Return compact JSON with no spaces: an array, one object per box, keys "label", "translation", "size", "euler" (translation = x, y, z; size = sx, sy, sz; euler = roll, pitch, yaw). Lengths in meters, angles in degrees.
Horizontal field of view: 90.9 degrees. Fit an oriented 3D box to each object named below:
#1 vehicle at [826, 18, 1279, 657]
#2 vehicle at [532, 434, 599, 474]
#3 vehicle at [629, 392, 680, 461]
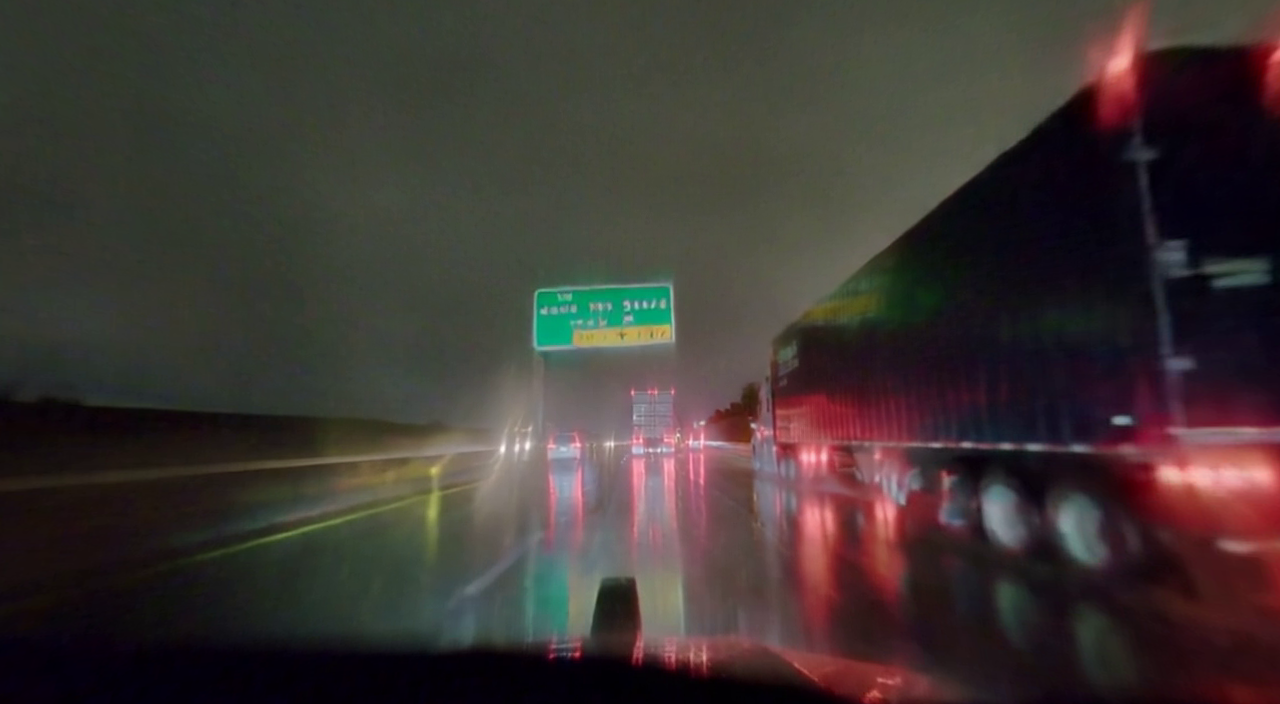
[{"label":"vehicle","translation":[5.046,0.330,7.989],"size":[2.873,3.998,8.286],"euler":[0,-8,1]},{"label":"vehicle","translation":[-3.129,4.409,27.631],"size":[2.208,1.542,5.138],"euler":[0,-8,1]},{"label":"vehicle","translation":[1.025,5.307,44.134],"size":[2.966,4.072,13.408],"euler":[-1,-8,1]}]
